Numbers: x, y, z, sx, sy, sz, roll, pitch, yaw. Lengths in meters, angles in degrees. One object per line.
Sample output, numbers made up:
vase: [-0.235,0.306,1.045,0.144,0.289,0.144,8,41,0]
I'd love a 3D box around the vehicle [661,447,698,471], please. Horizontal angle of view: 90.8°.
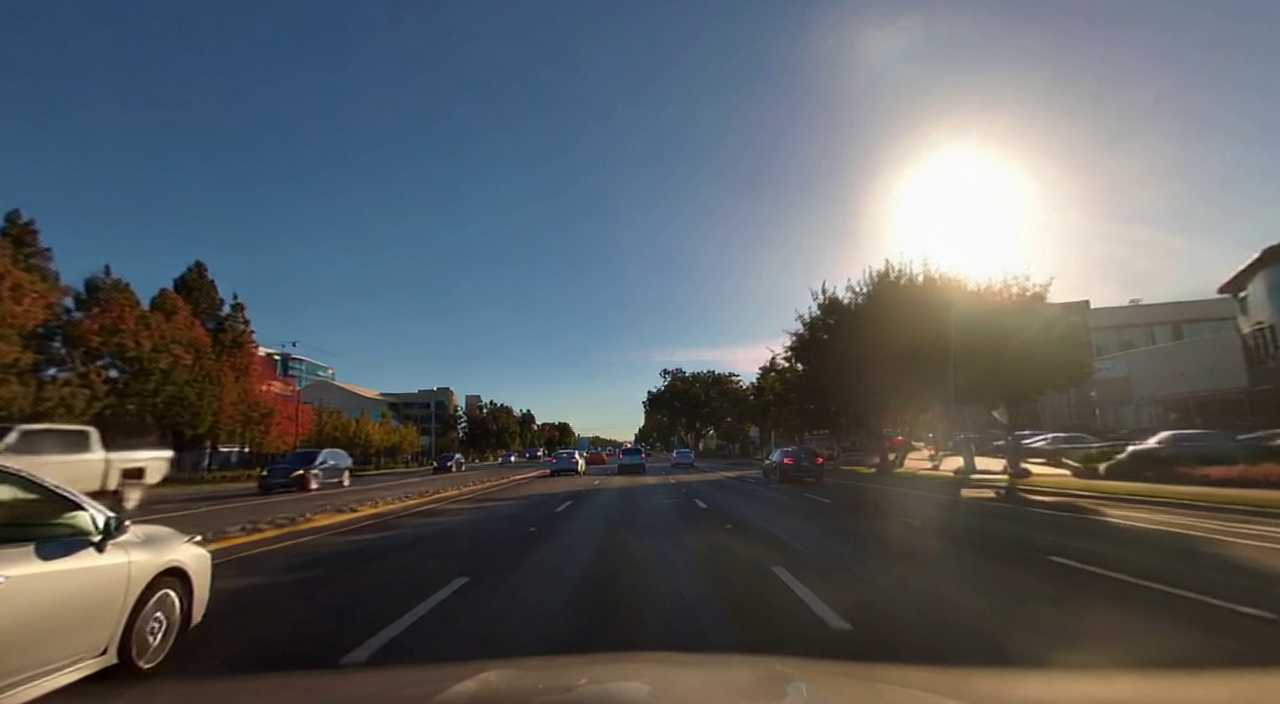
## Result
vehicle: [2.535,6.987,41.532,2.014,1.430,4.103,0,-9,-2]

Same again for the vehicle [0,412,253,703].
vehicle: [-3.742,0.936,2.225,2.018,1.476,4.364,0,-9,-1]

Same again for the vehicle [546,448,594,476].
vehicle: [-3.860,6.128,35.451,2.163,1.474,4.413,0,-9,0]

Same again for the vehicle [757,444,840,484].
vehicle: [6.213,4.438,25.411,2.028,1.451,4.625,0,-9,-1]

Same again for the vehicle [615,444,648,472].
vehicle: [-0.560,6.866,41.143,2.008,1.716,4.125,0,-9,-1]

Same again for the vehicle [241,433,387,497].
vehicle: [-9.498,3.318,18.912,2.026,1.639,4.496,0,-9,-1]
